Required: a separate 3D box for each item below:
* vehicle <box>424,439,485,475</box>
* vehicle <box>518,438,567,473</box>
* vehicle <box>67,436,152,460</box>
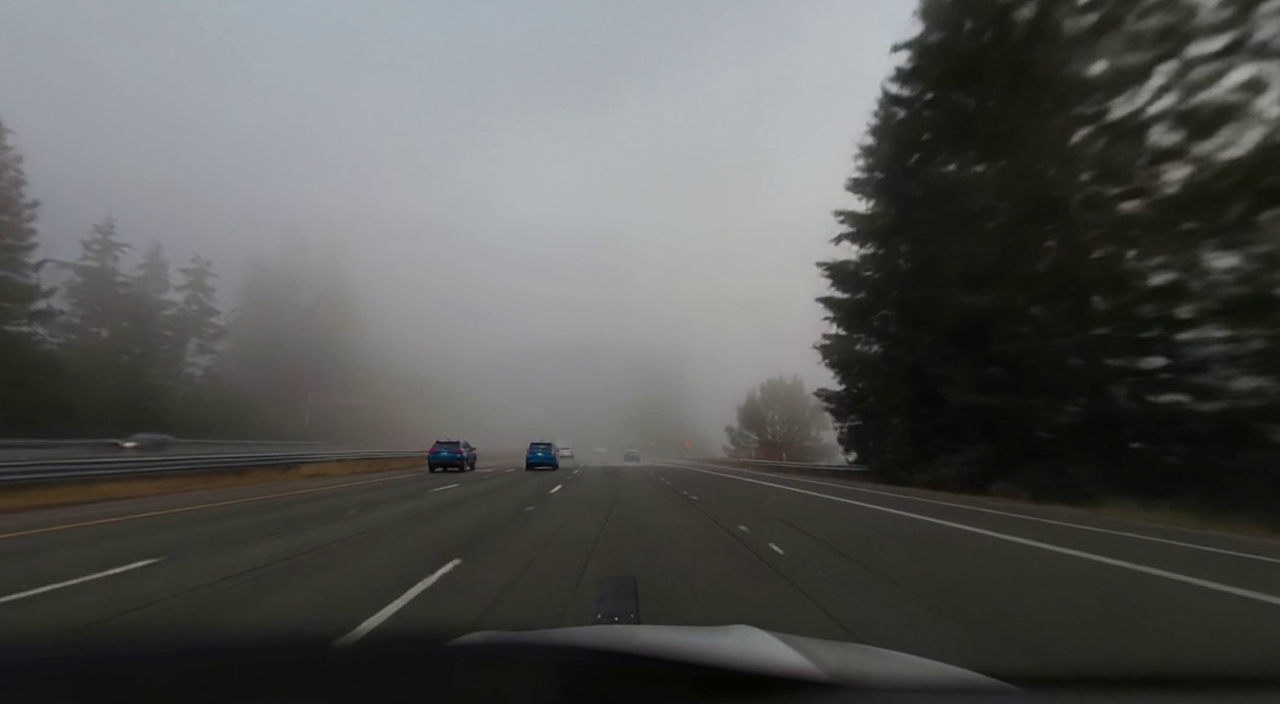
[{"bbox_3d":[-9.420,5.369,32.486,2.016,1.711,4.365,0,-9,-3],"label":"vehicle"},{"bbox_3d":[-5.276,5.687,34.792,2.146,1.766,4.502,0,-9,-3],"label":"vehicle"},{"bbox_3d":[-34.733,6.317,41.562,1.944,1.478,4.464,0,-9,-5],"label":"vehicle"}]
